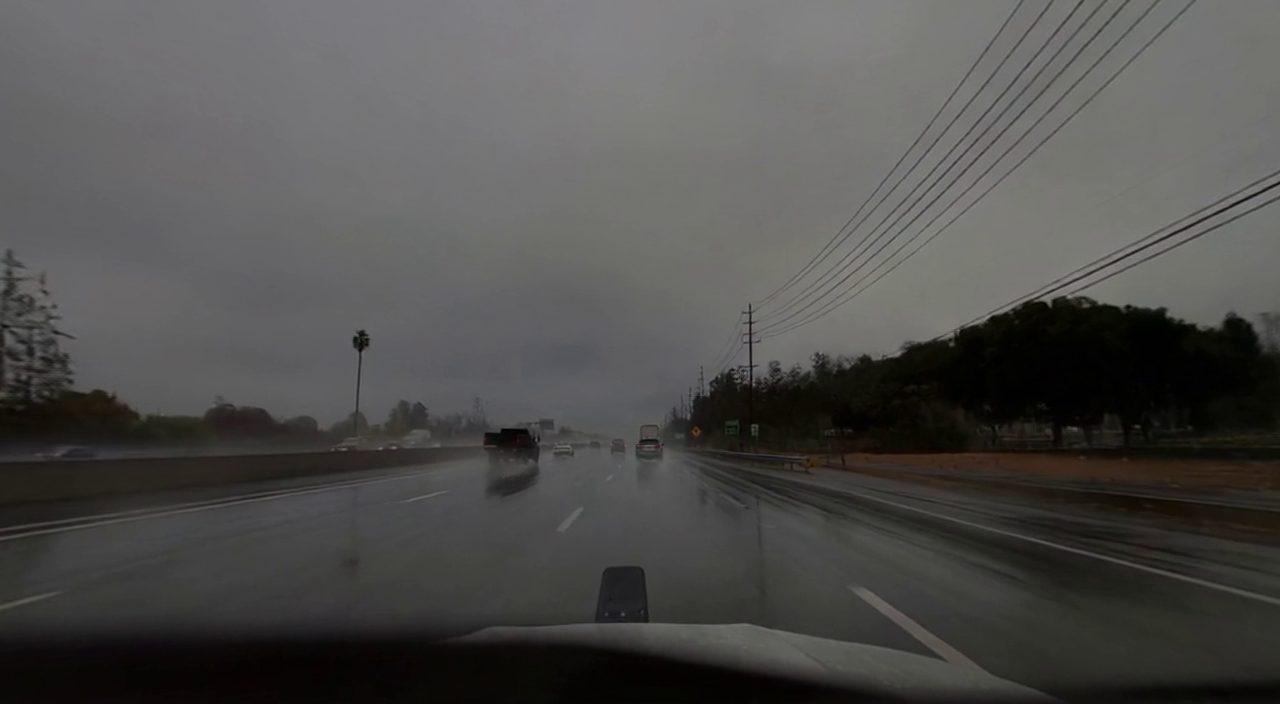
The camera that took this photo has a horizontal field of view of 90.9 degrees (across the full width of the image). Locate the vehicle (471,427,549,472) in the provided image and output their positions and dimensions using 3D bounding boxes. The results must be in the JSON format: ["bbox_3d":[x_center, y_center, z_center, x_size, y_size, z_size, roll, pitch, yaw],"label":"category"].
[{"bbox_3d":[-6.307,4.847,31.614,2.460,1.992,6.474,0,-8,0],"label":"vehicle"}]

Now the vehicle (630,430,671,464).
[{"bbox_3d":[0.654,6.134,40.897,2.448,2.025,5.193,0,-8,0],"label":"vehicle"}]
